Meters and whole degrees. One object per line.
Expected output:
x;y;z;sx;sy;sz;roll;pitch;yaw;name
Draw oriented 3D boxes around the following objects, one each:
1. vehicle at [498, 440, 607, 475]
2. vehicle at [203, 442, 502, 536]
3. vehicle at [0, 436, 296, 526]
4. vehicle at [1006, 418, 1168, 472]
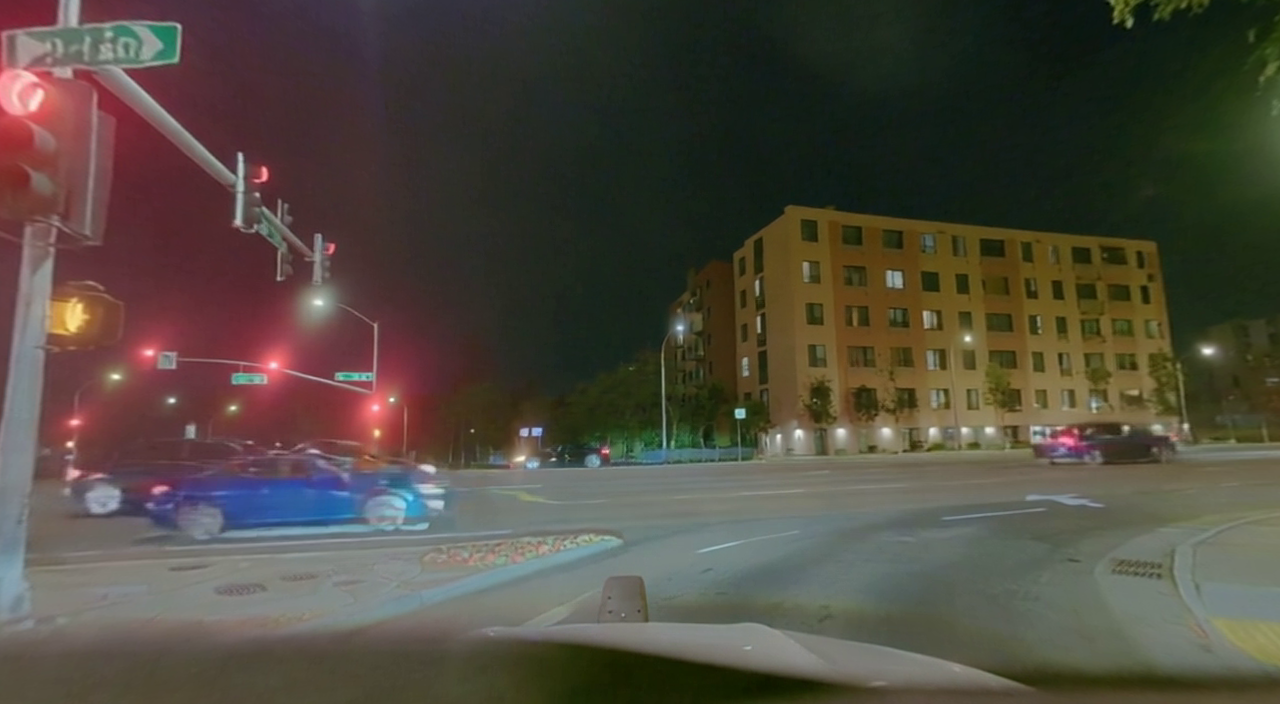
-3.727;4.458;26.860;4.289;1.415;1.774;3;-9;-19;vehicle
-4.930;2.375;11.490;4.521;1.433;1.943;2;-9;-18;vehicle
-10.307;2.676;13.610;4.683;1.678;1.981;3;-9;-18;vehicle
15.180;3.155;21.468;4.711;1.688;1.915;2;-9;-18;vehicle
